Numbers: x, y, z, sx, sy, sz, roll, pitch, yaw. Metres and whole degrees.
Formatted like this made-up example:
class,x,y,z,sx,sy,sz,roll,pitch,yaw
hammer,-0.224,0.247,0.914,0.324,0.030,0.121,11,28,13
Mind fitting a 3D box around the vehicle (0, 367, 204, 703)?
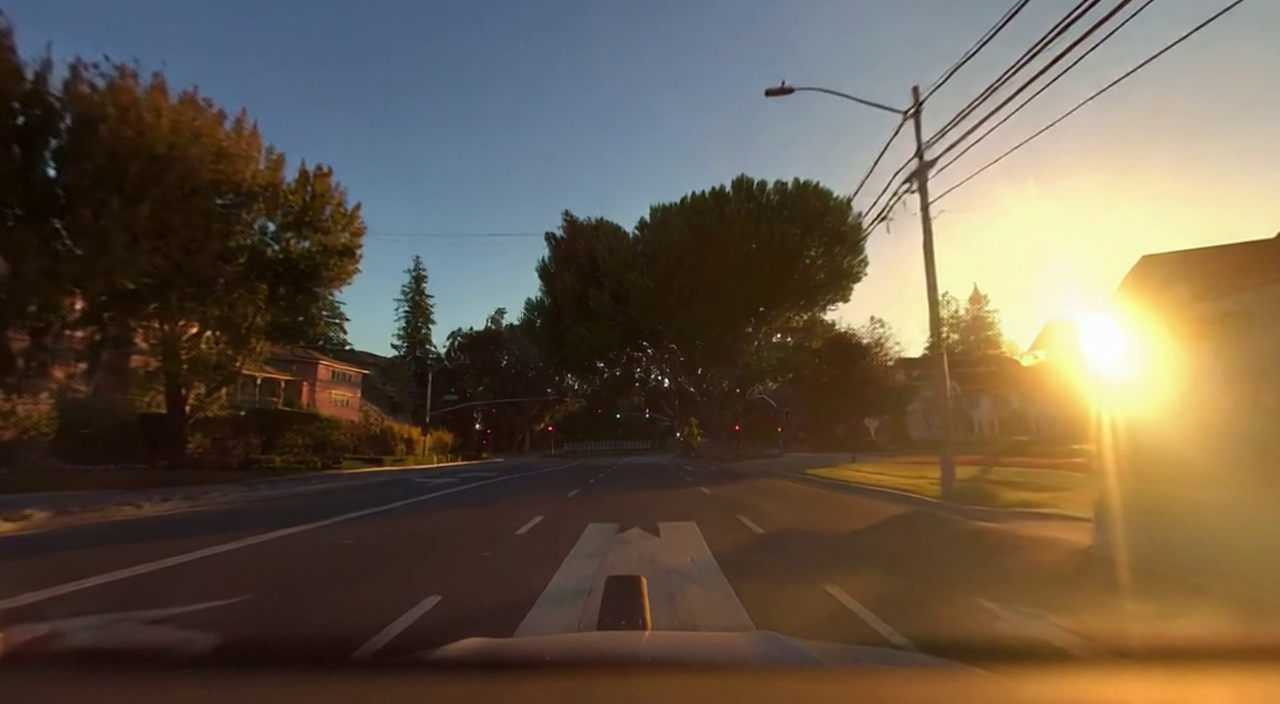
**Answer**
class,x,y,z,sx,sy,sz,roll,pitch,yaw
vehicle,-3.354,0.614,0.699,2.139,1.564,4.901,0,-9,1
